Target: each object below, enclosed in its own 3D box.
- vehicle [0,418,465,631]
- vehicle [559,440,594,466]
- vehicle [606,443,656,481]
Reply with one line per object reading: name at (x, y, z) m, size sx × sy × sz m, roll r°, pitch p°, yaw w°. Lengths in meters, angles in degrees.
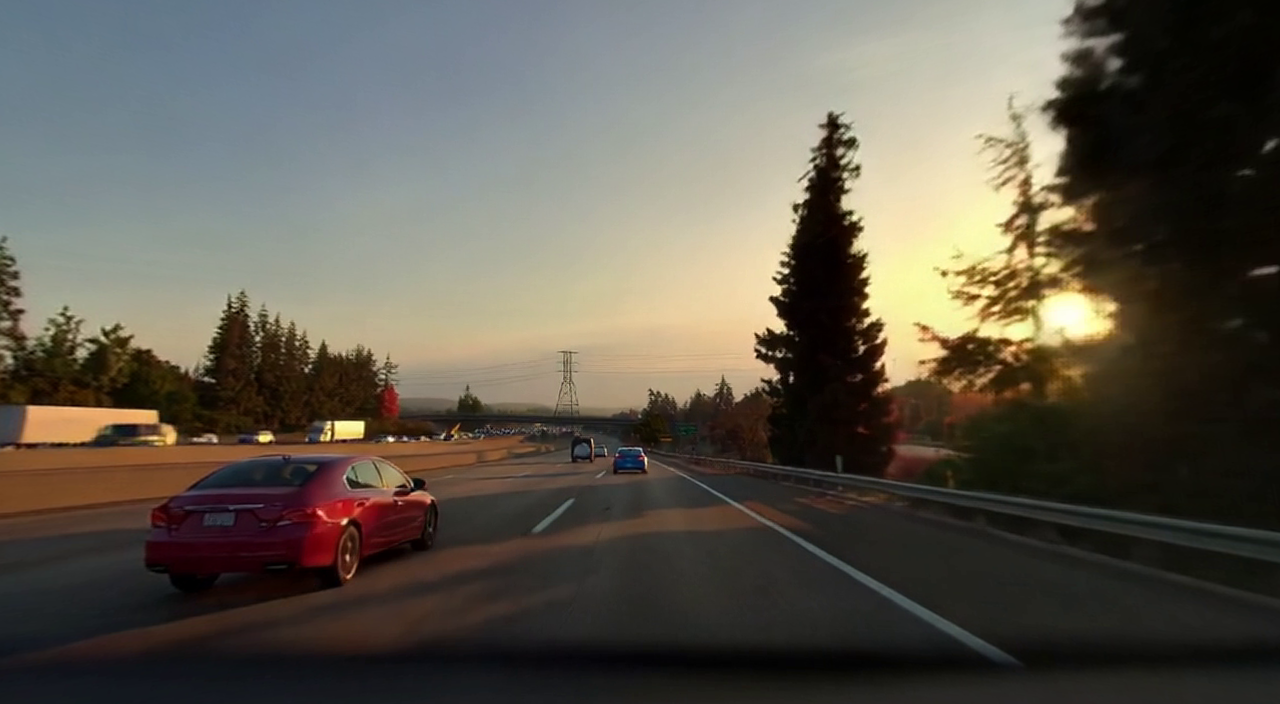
vehicle at (-3.620, 1.604, 6.903) m, size 2.035 × 1.514 × 4.600 m, roll 0°, pitch -9°, yaw 0°
vehicle at (-4.582, 7.365, 45.875) m, size 2.174 × 1.806 × 3.932 m, roll 0°, pitch -9°, yaw -1°
vehicle at (-0.383, 4.619, 26.659) m, size 1.954 × 1.460 × 3.983 m, roll 1°, pitch -9°, yaw -1°
